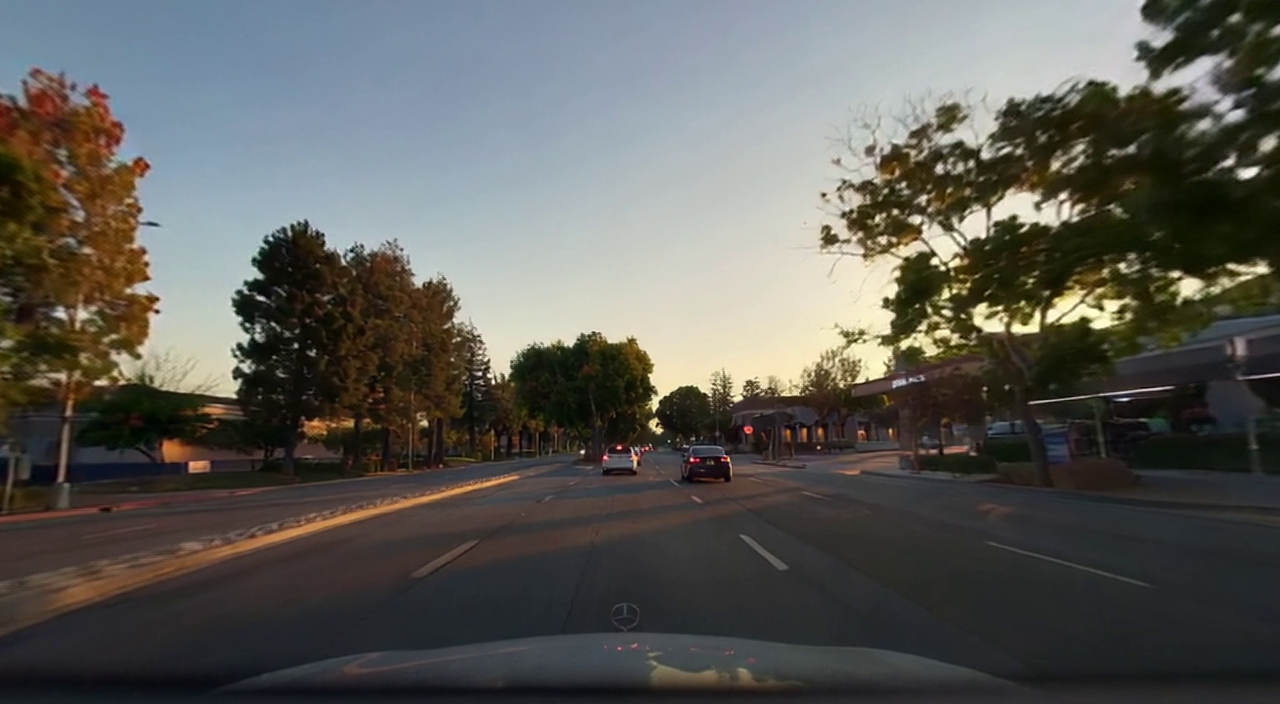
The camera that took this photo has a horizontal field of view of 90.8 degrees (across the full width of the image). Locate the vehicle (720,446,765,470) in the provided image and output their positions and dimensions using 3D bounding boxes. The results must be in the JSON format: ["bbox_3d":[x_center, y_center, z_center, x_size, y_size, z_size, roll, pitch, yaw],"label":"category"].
[{"bbox_3d":[6.313,6.610,39.427,2.068,1.393,3.874,0,-9,-2],"label":"vehicle"}]

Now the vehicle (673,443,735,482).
[{"bbox_3d":[2.638,4.664,27.008,2.057,1.491,4.675,0,-9,-1],"label":"vehicle"}]

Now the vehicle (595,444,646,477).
[{"bbox_3d":[-0.892,5.135,30.111,2.242,1.474,4.127,0,-9,-1],"label":"vehicle"}]
